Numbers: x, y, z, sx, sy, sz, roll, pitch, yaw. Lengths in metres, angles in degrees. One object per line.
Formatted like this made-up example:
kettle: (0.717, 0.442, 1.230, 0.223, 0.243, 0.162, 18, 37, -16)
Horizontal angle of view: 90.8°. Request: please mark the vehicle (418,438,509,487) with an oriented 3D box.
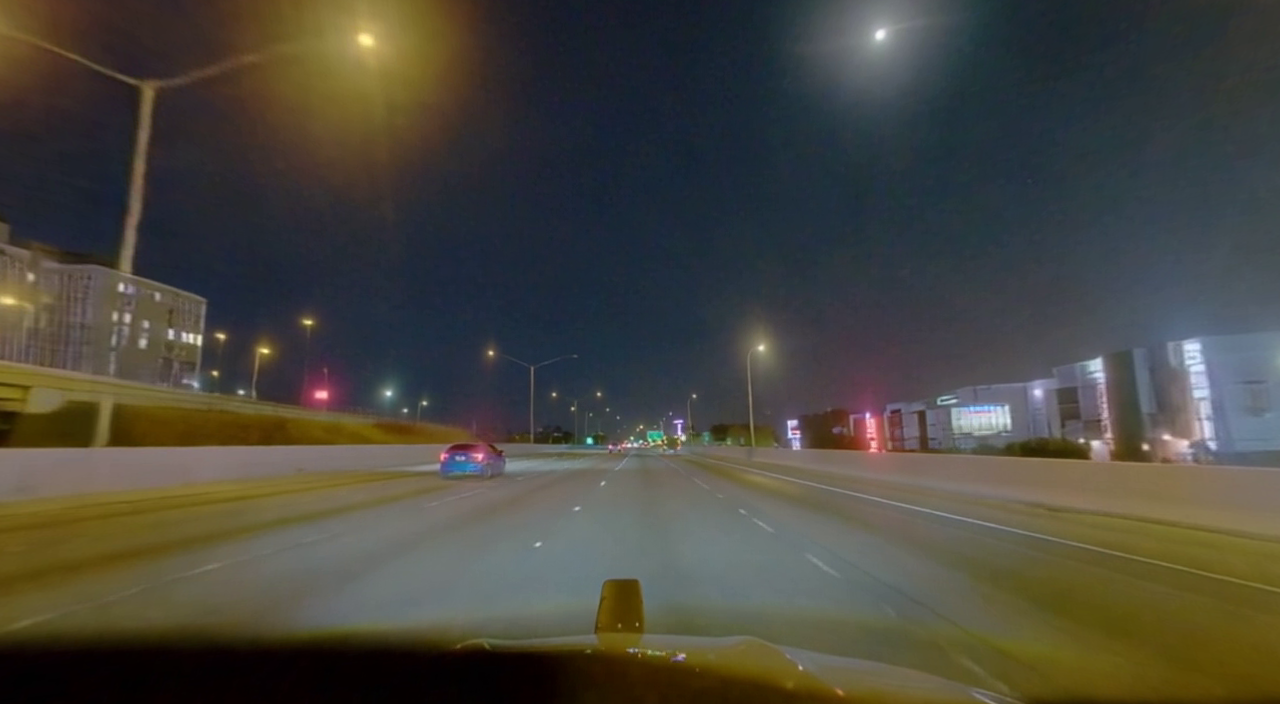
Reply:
vehicle: (-6.127, 3.870, 22.513, 1.990, 1.529, 4.288, 0, -8, 0)
